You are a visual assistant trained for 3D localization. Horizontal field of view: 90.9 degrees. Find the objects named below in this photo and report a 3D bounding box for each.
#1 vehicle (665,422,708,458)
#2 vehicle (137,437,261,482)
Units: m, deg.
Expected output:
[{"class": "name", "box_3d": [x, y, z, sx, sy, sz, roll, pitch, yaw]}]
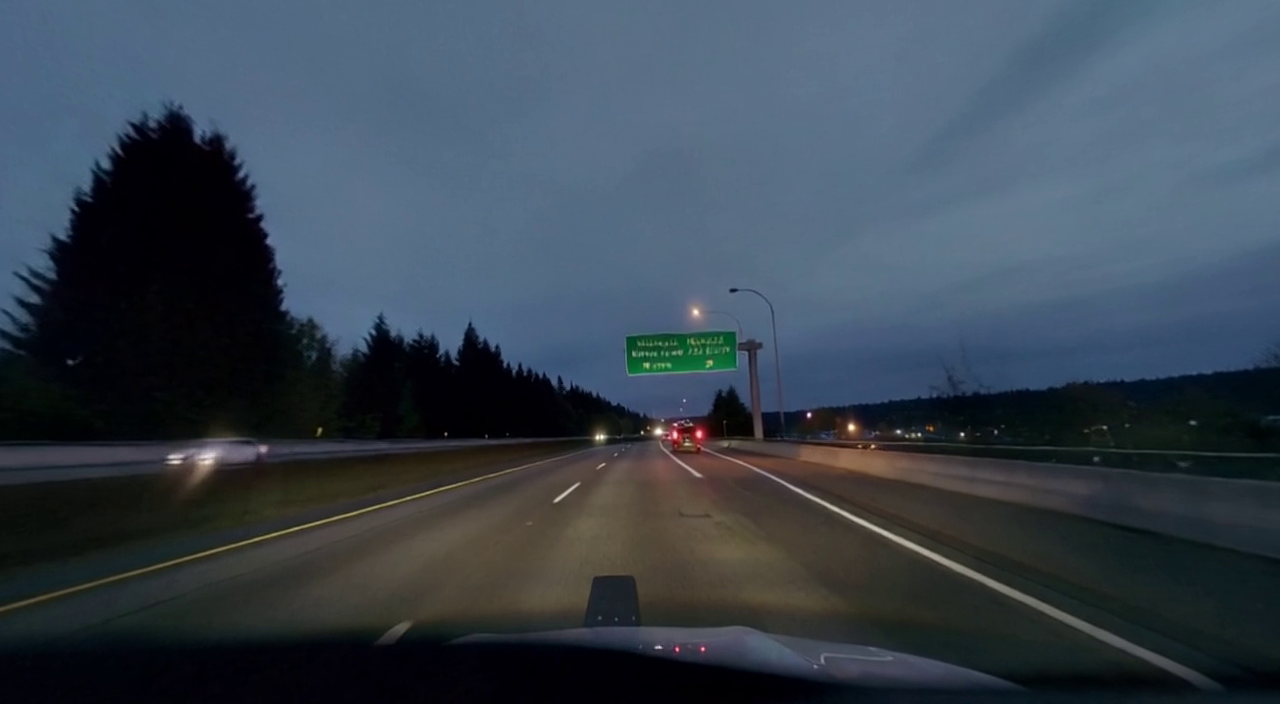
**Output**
[{"class": "vehicle", "box_3d": [3.100, 5.991, 42.931, 2.450, 2.314, 4.753, 0, -8, -1]}, {"class": "vehicle", "box_3d": [-15.418, 3.743, 22.296, 1.727, 1.439, 3.695, 0, -8, -1]}]
